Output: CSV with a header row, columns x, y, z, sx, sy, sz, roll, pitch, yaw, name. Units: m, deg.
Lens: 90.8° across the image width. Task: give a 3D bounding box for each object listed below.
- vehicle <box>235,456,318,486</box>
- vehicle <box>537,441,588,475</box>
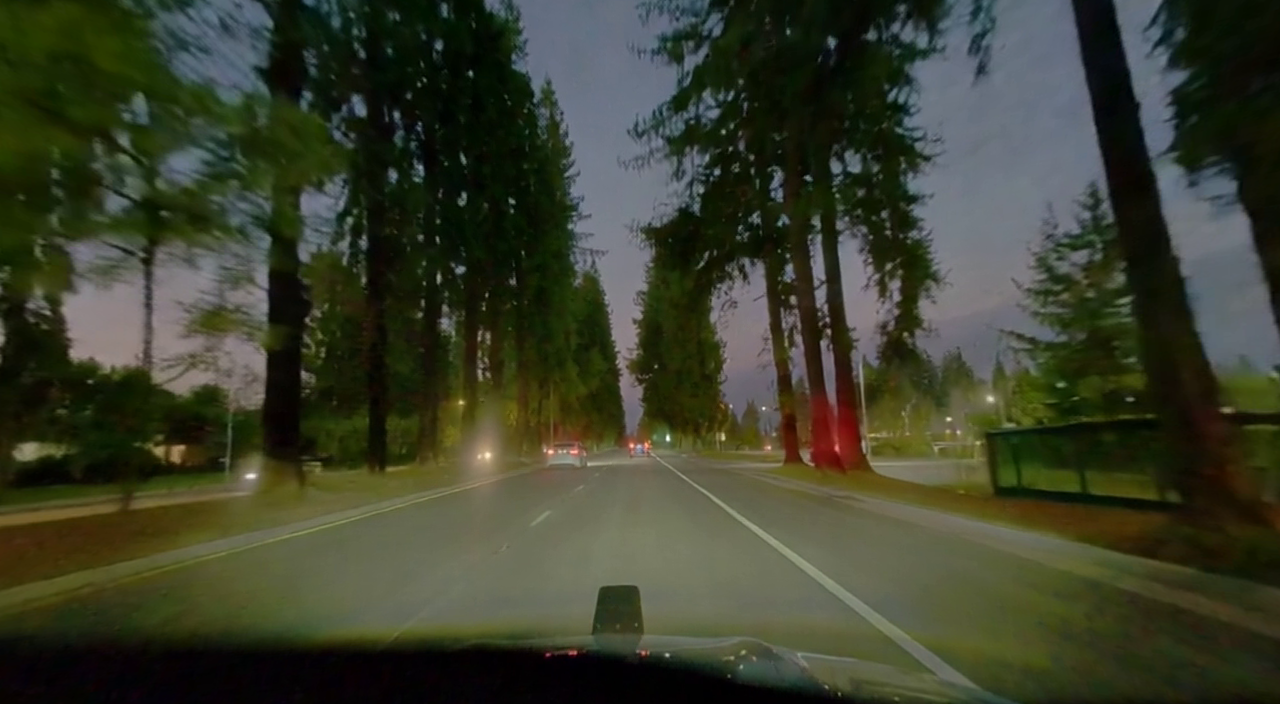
x,y,z,sx,sy,sz,roll,pitch,yaw,name
-20.323,6.638,35.569,1.819,1.459,4.745,-1,-8,1,vehicle
-3.635,5.045,30.385,1.917,1.448,4.178,-1,-8,0,vehicle
